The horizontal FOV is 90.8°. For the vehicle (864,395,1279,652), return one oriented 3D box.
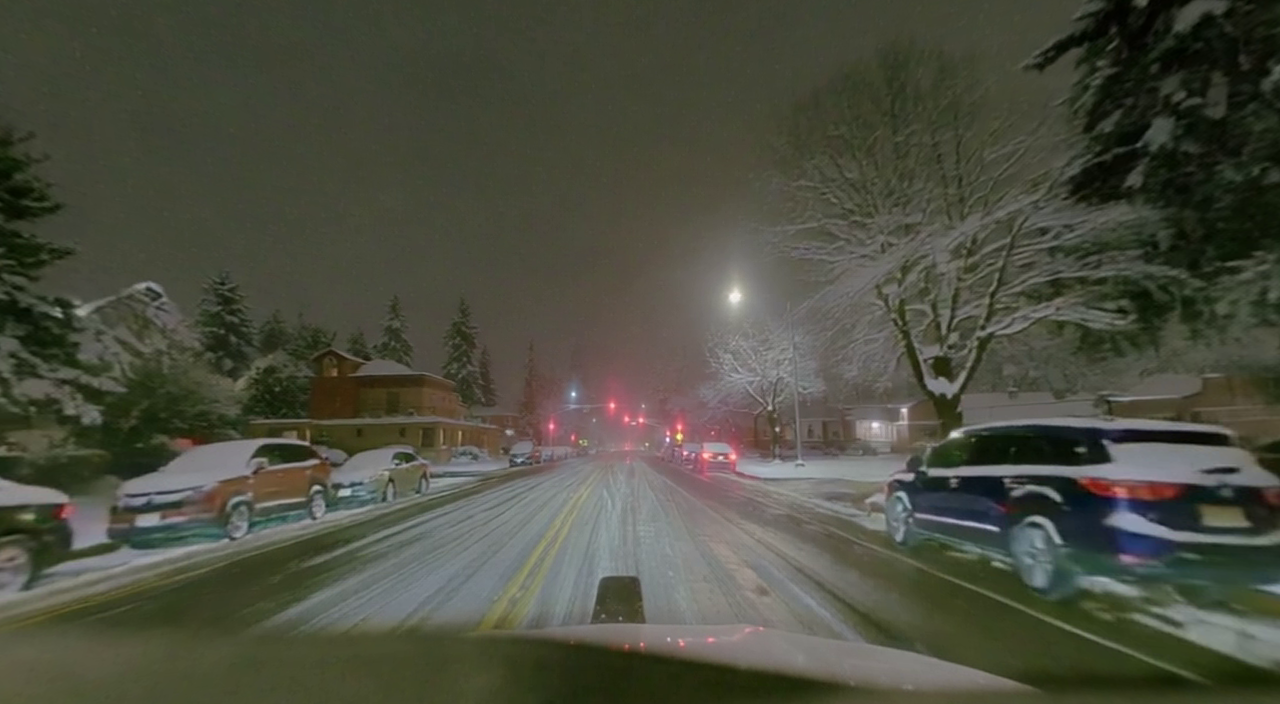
[{"bbox_3d":[4.278,1.482,6.586,1.992,1.703,4.503,0,-8,-3],"label":"vehicle"}]

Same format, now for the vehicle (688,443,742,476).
[{"bbox_3d":[3.718,5.419,32.142,1.955,1.536,4.395,1,-8,-4],"label":"vehicle"}]

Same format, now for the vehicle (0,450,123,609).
[{"bbox_3d":[-6.826,1.515,4.909,1.811,1.454,4.610,0,-8,-2],"label":"vehicle"}]

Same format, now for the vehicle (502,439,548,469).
[{"bbox_3d":[-8.274,7.404,46.043,2.420,2.004,5.615,0,-8,-2],"label":"vehicle"}]

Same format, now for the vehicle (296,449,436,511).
[{"bbox_3d":[-7.293,3.415,17.401,1.954,1.430,4.395,0,-8,-1],"label":"vehicle"}]

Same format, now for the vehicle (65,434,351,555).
[{"bbox_3d":[-7.246,2.378,11.348,2.092,1.706,4.356,0,-8,-1],"label":"vehicle"}]
